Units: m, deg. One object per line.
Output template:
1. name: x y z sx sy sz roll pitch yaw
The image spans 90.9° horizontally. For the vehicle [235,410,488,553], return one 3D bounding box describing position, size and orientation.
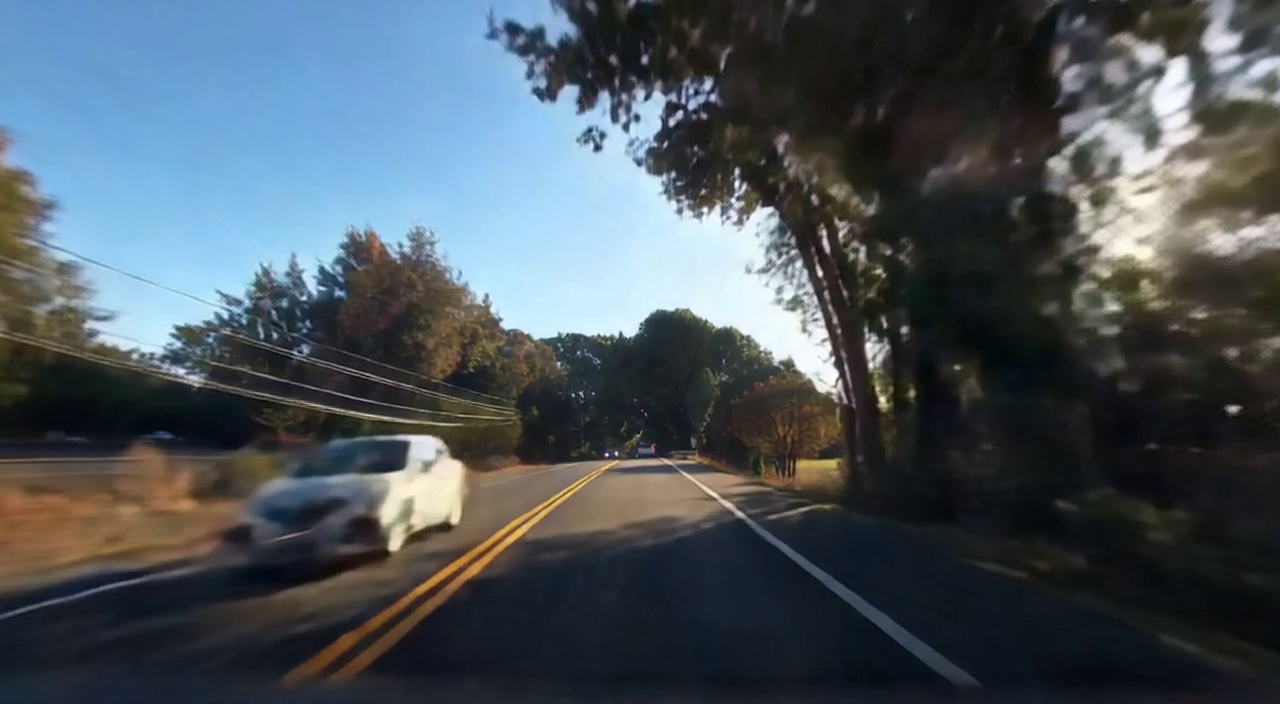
1. vehicle: -4.015 1.943 10.149 2.041 1.771 4.452 0 -8 0
